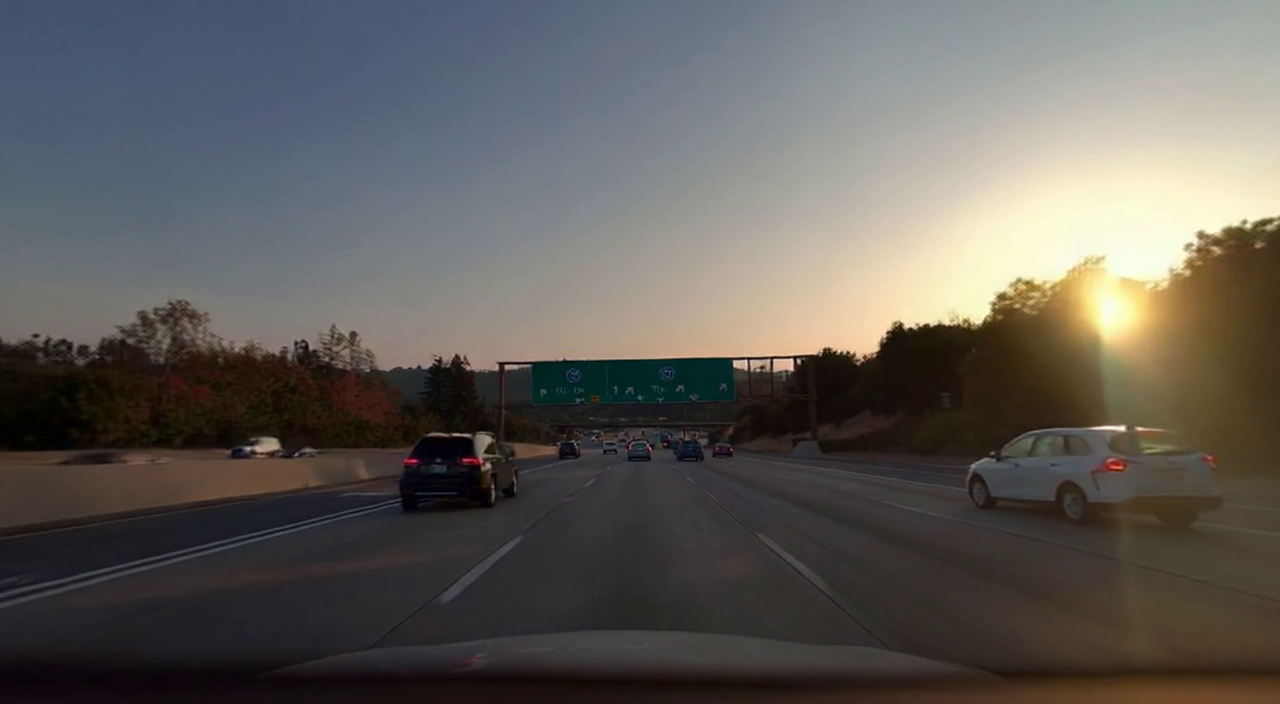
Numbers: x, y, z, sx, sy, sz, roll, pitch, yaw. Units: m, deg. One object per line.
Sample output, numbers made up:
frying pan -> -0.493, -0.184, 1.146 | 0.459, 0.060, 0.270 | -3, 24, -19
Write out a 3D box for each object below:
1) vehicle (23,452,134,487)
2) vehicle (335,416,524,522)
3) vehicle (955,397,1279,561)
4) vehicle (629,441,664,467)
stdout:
vehicle -> -27.502, 5.734, 31.086 | 1.789, 1.537, 3.961 | 0, -8, 0
vehicle -> -3.971, 2.313, 13.010 | 2.118, 1.750, 4.875 | 0, -8, 1
vehicle -> 7.023, 1.730, 9.345 | 2.123, 1.756, 4.959 | 0, -8, 0
vehicle -> 0.359, 6.230, 38.717 | 2.050, 1.452, 3.917 | 0, -8, -1
